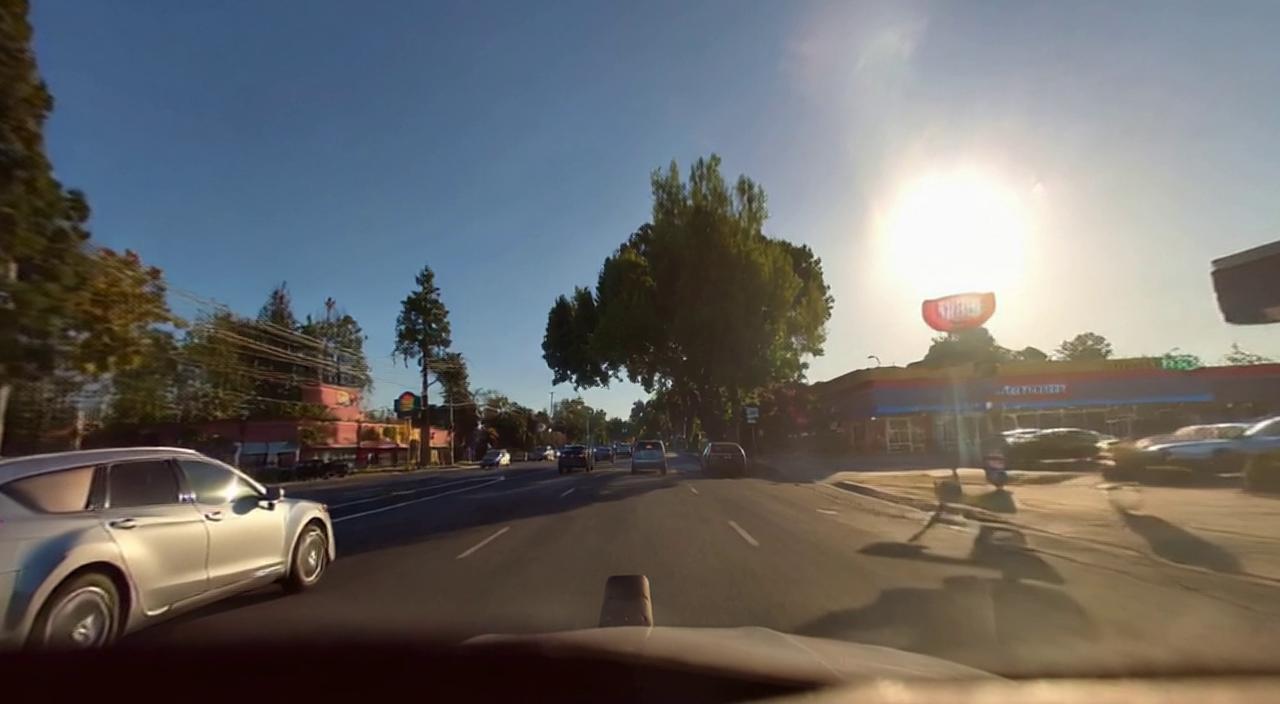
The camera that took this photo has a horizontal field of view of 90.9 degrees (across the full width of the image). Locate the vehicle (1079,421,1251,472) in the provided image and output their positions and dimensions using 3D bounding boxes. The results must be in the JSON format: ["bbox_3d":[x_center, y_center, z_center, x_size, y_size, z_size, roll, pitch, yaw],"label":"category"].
[{"bbox_3d":[16.391,2.993,20.009,1.891,1.440,4.045,1,-9,-1],"label":"vehicle"}]

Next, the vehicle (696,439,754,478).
[{"bbox_3d":[3.613,4.613,27.472,1.922,1.579,3.642,1,-9,-1],"label":"vehicle"}]

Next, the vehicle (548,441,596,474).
[{"bbox_3d":[-3.613,5.686,34.195,2.026,1.665,4.193,0,-9,1],"label":"vehicle"}]

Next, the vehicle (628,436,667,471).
[{"bbox_3d":[0.421,5.945,37.052,2.193,1.873,4.033,0,-9,0],"label":"vehicle"}]

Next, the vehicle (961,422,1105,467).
[{"bbox_3d":[16.839,4.035,27.302,1.945,1.690,4.833,1,-9,-27],"label":"vehicle"}]

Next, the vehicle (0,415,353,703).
[{"bbox_3d":[-3.999,1.245,4.353,1.908,1.481,4.351,0,-9,1],"label":"vehicle"}]
